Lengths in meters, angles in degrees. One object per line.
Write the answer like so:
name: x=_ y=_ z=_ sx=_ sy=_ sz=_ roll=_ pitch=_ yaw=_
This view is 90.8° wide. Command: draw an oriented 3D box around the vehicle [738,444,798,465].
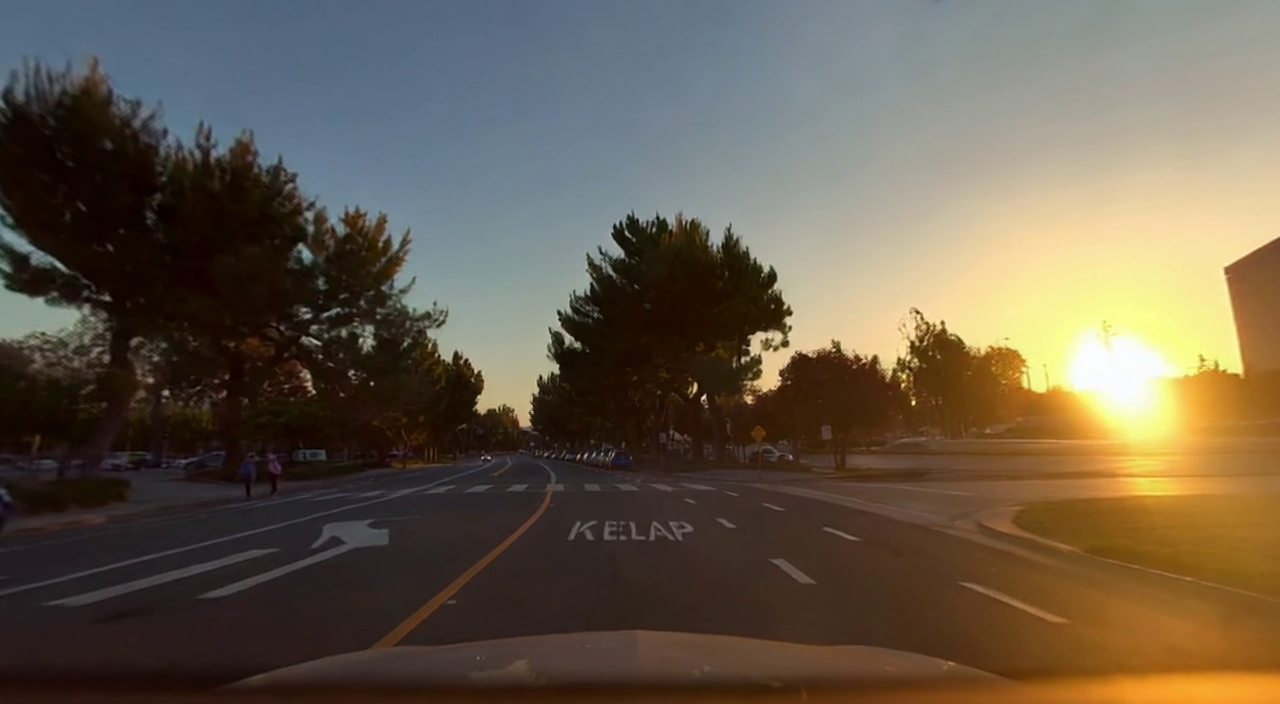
vehicle: x=9.922 y=7.959 z=49.264 sx=4.201 sy=1.546 sz=1.749 roll=1 pitch=-9 yaw=-7
